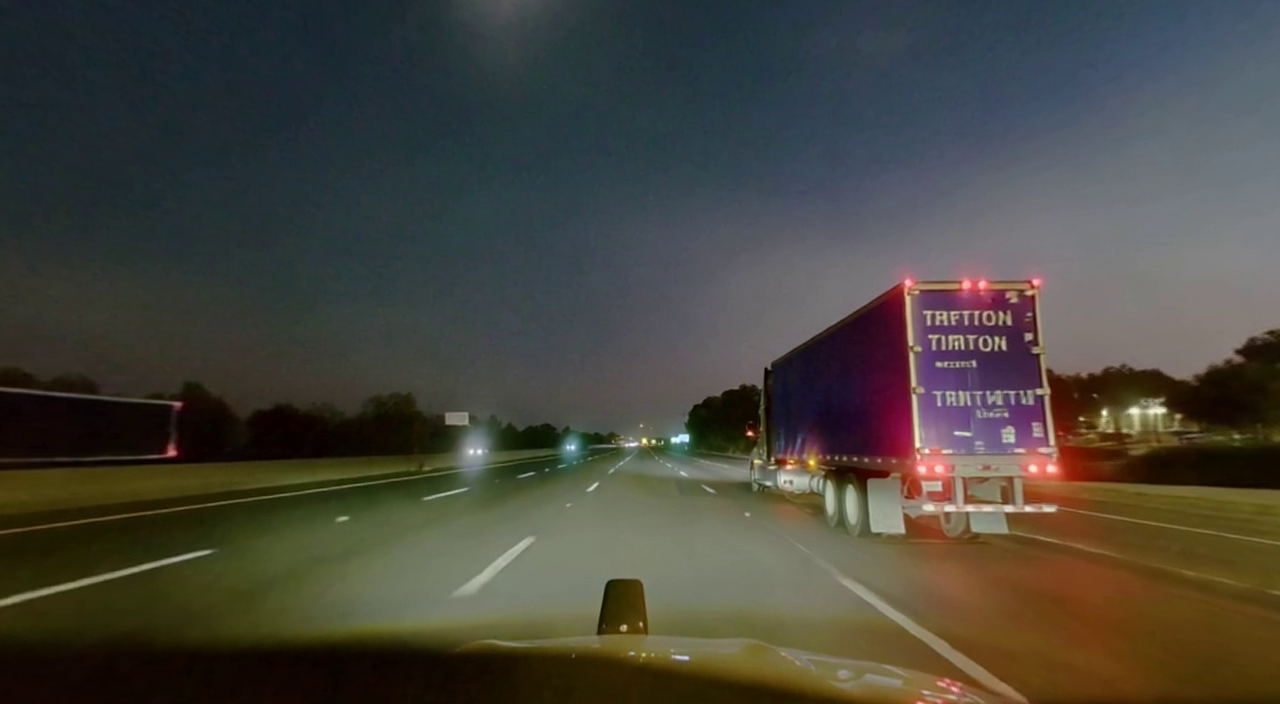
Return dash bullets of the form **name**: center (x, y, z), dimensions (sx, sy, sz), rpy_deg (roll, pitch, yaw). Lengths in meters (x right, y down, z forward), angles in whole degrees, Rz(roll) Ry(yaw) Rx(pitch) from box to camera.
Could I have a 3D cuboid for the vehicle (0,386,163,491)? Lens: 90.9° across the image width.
- **vehicle**: center (-26.333, 3.607, 26.153), dimensions (2.833, 4.035, 12.987), rpy_deg (0, -8, 0)
